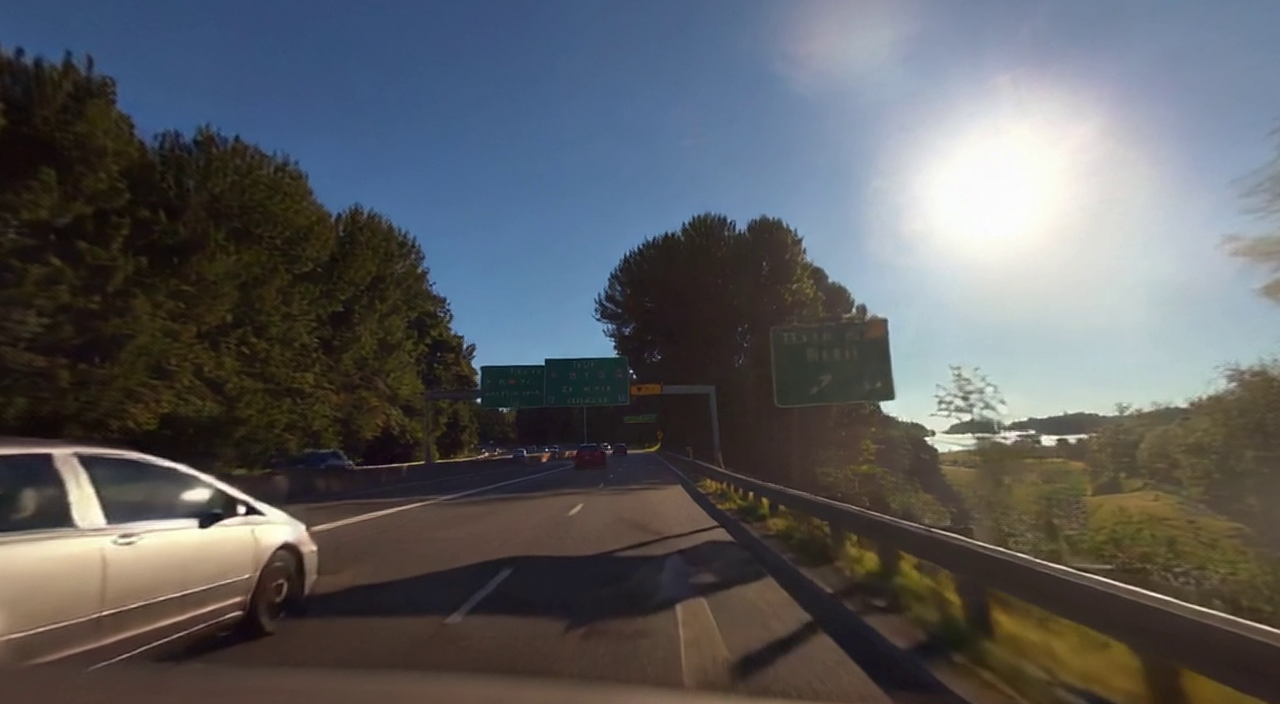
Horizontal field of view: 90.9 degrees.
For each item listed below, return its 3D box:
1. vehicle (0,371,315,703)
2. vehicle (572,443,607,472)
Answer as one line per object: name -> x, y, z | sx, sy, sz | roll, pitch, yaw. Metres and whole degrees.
vehicle -> -3.240, 0.920, 2.621 | 1.846, 1.566, 3.525 | 0, -9, 0
vehicle -> -2.855, 6.038, 36.246 | 1.675, 1.537, 3.574 | 0, -9, 1
